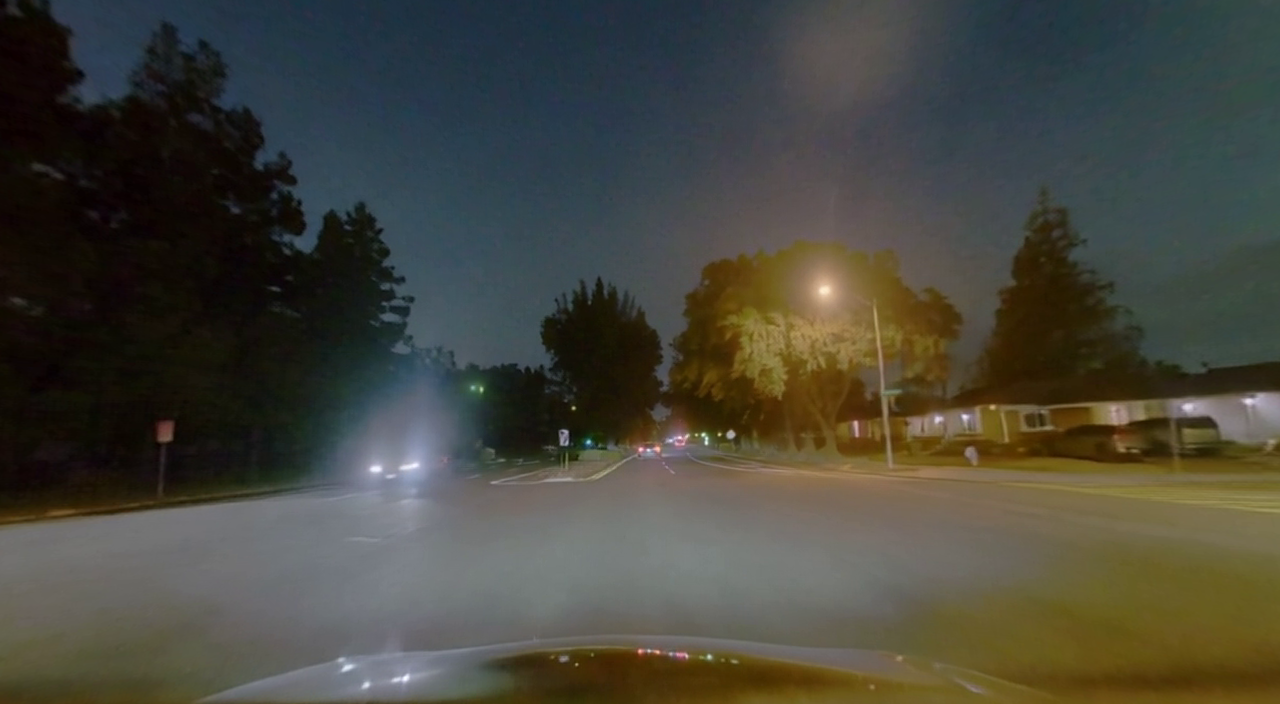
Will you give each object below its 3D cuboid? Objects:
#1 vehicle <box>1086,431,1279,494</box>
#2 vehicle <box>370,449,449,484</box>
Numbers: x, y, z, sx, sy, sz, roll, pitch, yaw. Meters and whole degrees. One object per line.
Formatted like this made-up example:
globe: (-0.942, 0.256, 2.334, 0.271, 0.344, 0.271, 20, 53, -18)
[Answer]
vehicle: (15.977, 3.133, 18.092, 4.696, 1.651, 2.218, -3, -9, 20)
vehicle: (-10.486, 5.215, 29.117, 1.960, 1.465, 4.194, 0, -9, 2)
